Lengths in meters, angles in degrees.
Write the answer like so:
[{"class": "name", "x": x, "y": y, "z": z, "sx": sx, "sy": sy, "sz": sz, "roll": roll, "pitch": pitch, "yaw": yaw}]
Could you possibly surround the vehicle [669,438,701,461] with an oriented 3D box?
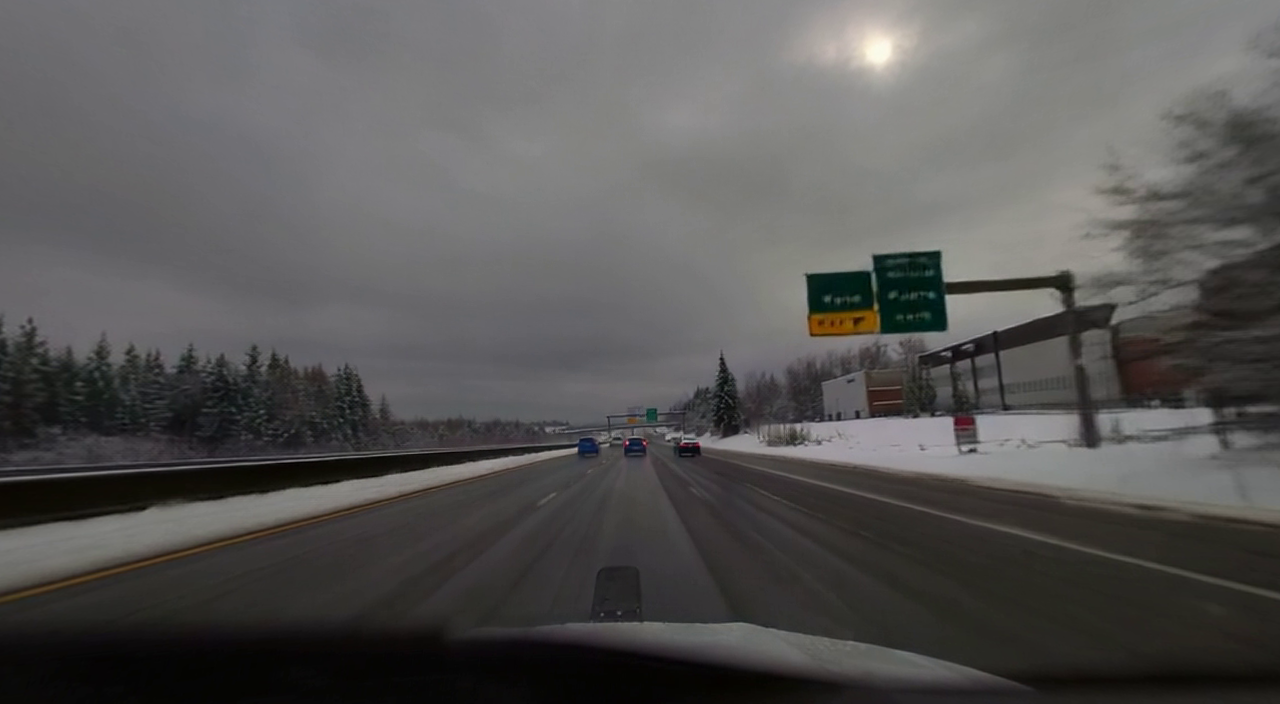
[{"class": "vehicle", "x": 3.260, "y": 7.146, "z": 46.138, "sx": 1.992, "sy": 1.532, "sz": 3.996, "roll": 0, "pitch": -8, "yaw": -1}]
